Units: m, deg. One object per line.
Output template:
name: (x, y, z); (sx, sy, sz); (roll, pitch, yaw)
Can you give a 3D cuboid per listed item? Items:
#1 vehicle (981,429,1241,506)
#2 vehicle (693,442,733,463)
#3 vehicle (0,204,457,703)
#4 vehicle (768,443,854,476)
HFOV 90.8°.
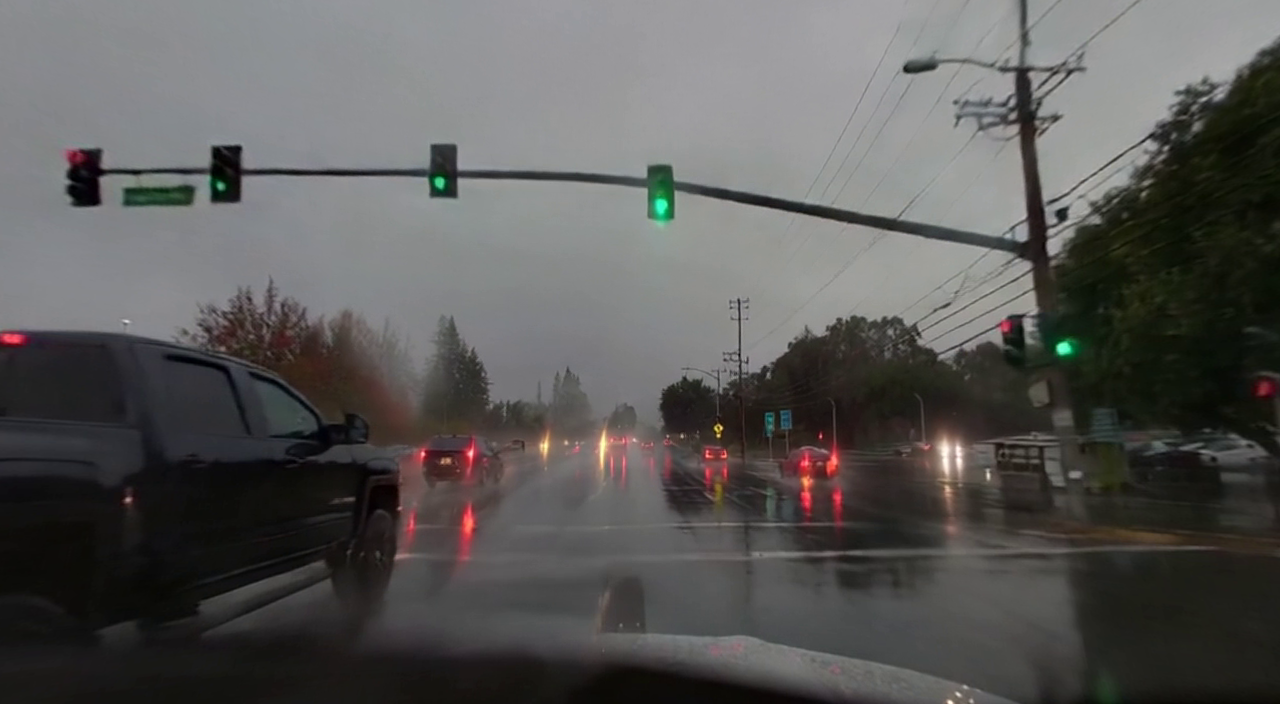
vehicle: (12.450, 3.035, 17.140); (2.150, 1.735, 5.106); (6, -10, -35)
vehicle: (5.335, 7.361, 46.520); (2.071, 1.435, 4.226); (1, -8, -6)
vehicle: (-3.117, 0.803, 3.379); (2.467, 1.991, 6.089); (0, -8, 0)
vehicle: (8.215, 5.196, 30.830); (1.840, 1.428, 4.602); (2, -9, -17)
